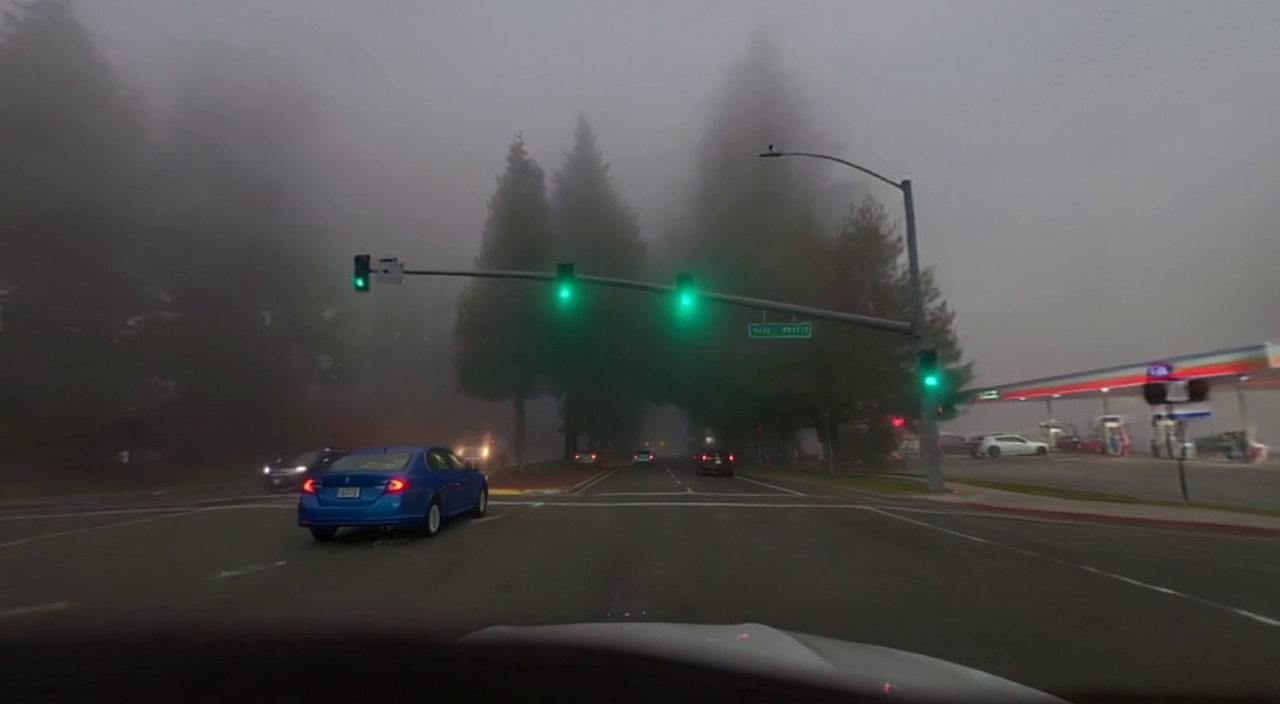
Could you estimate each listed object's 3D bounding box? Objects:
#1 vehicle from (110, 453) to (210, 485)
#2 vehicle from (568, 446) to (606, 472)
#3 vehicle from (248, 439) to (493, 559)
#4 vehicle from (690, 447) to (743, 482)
[{"bbox_3d":[-32.997,8.033,43.648,2.197,1.842,5.801,0,-8,2],"label":"vehicle"},{"bbox_3d":[-3.151,6.488,38.342,1.841,1.474,4.038,0,-8,2],"label":"vehicle"},{"bbox_3d":[-3.878,2.151,10.089,1.803,1.463,4.422,0,-8,2],"label":"vehicle"},{"bbox_3d":[3.411,5.074,28.816,1.883,1.465,3.975,0,-8,0],"label":"vehicle"}]
